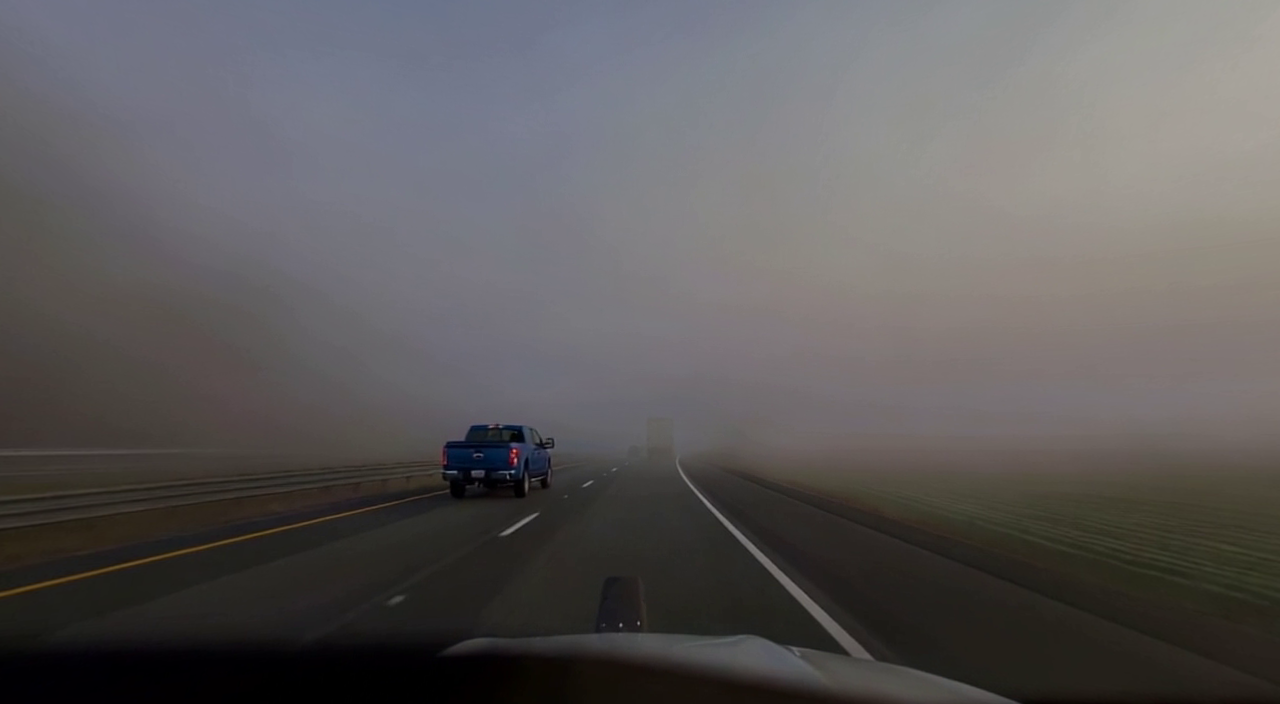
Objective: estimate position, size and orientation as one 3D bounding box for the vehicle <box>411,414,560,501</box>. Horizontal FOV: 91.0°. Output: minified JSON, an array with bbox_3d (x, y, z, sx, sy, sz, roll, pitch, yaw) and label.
[{"bbox_3d":[-3.565,2.597,15.775,2.295,1.815,4.983,0,-9,2],"label":"vehicle"}]
